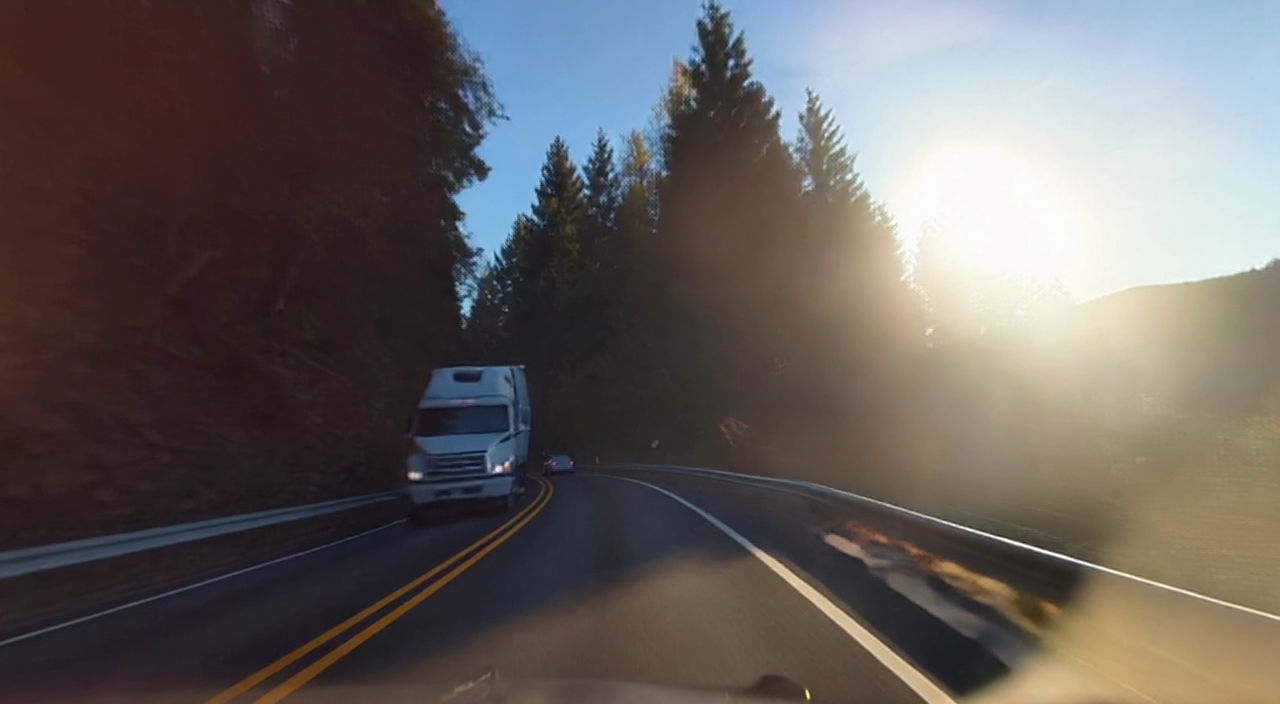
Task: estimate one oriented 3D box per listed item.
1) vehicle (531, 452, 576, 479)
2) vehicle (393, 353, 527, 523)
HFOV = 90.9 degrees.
[{"bbox_3d":[-5.369,6.916,38.717,2.120,1.491,4.349,2,-9,-16],"label":"vehicle"},{"bbox_3d":[-5.623,3.015,21.972,2.999,4.301,11.457,1,-9,-9],"label":"vehicle"}]
